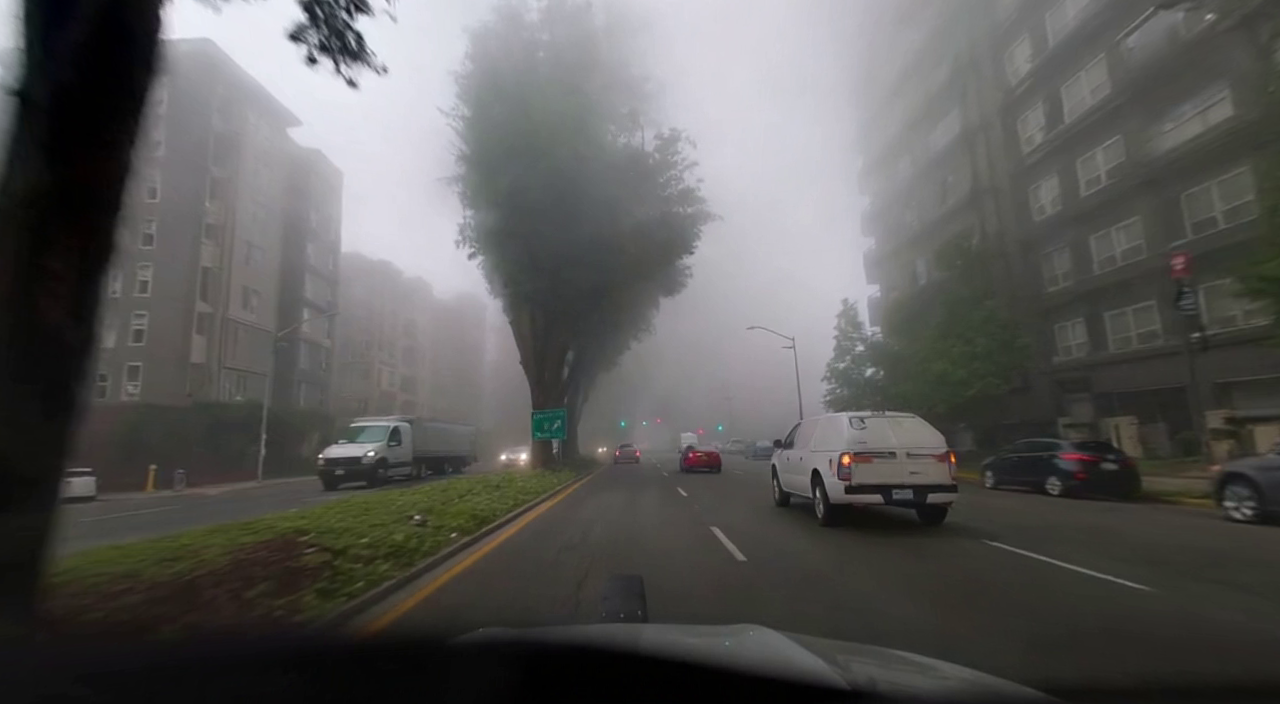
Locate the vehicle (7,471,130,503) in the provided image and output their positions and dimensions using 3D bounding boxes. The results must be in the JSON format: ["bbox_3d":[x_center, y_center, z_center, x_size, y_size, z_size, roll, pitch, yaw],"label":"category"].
[{"bbox_3d":[-32.653,7.688,36.332,1.747,1.503,5.018,-2,-9,13],"label":"vehicle"}]

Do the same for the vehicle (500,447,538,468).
[{"bbox_3d":[-8.875,7.776,46.698,1.949,1.503,4.388,0,-9,-1],"label":"vehicle"}]

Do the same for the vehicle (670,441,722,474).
[{"bbox_3d":[2.625,5.090,30.747,2.003,1.480,4.494,0,-9,-1],"label":"vehicle"}]

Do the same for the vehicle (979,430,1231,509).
[{"bbox_3d":[10.072,2.578,14.360,2.007,1.464,4.917,0,-9,0],"label":"vehicle"}]

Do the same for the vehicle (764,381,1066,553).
[{"bbox_3d":[3.801,1.782,10.387,2.427,2.017,5.763,0,-9,1],"label":"vehicle"}]

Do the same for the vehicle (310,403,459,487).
[{"bbox_3d":[-12.224,4.695,31.874,3.059,3.478,10.986,0,-9,-1],"label":"vehicle"}]
